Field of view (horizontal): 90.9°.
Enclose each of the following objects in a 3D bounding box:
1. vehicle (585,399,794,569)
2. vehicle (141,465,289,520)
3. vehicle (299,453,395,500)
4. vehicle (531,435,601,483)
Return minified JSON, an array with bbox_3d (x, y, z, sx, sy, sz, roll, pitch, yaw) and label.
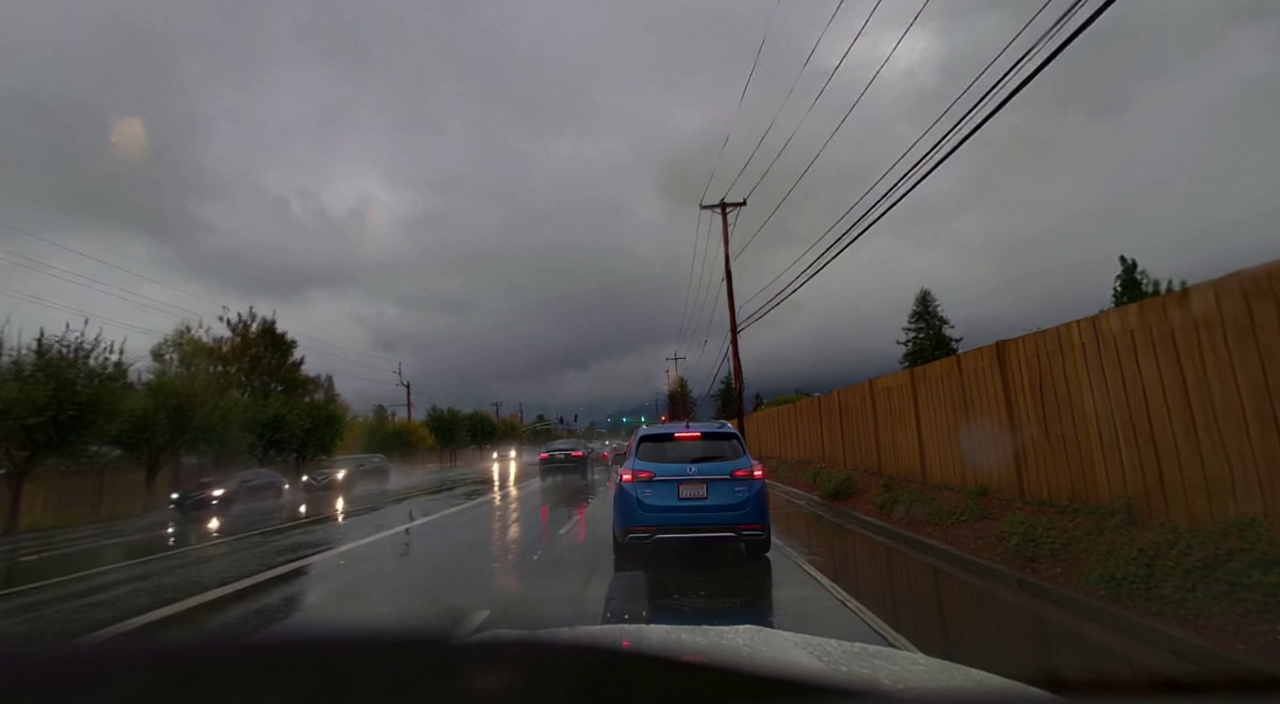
[{"bbox_3d":[0.491,1.680,8.683,2.174,1.749,4.113,0,-9,-1],"label":"vehicle"},{"bbox_3d":[-14.806,4.884,22.351,2.024,1.467,4.584,-3,-9,1],"label":"vehicle"},{"bbox_3d":[-11.559,4.898,25.176,1.893,1.662,3.966,0,-9,0],"label":"vehicle"},{"bbox_3d":[-2.710,4.058,24.150,2.037,1.639,4.213,0,-9,2],"label":"vehicle"}]
